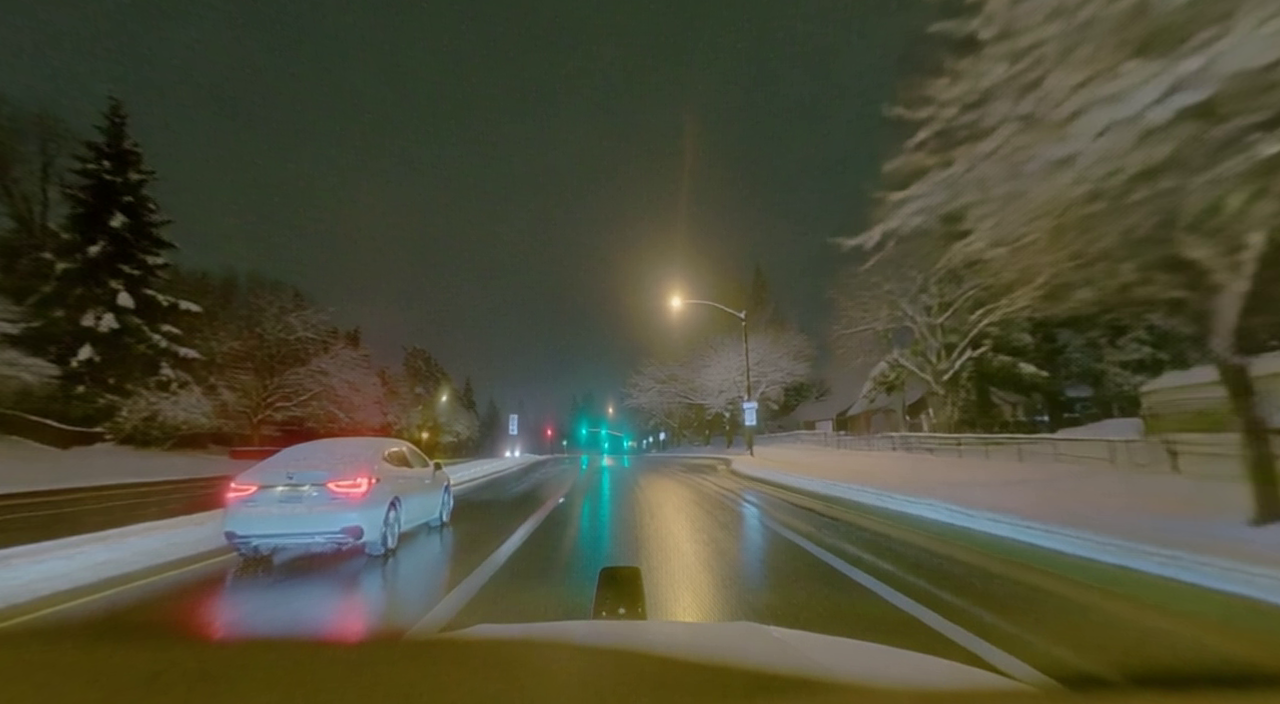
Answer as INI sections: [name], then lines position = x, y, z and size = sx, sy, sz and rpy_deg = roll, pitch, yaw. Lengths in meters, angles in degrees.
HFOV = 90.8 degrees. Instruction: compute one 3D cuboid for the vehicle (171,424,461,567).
[vehicle]
position = -4.112, 1.869, 9.013
size = 1.915, 1.521, 4.283
rpy_deg = 0, -9, -1
